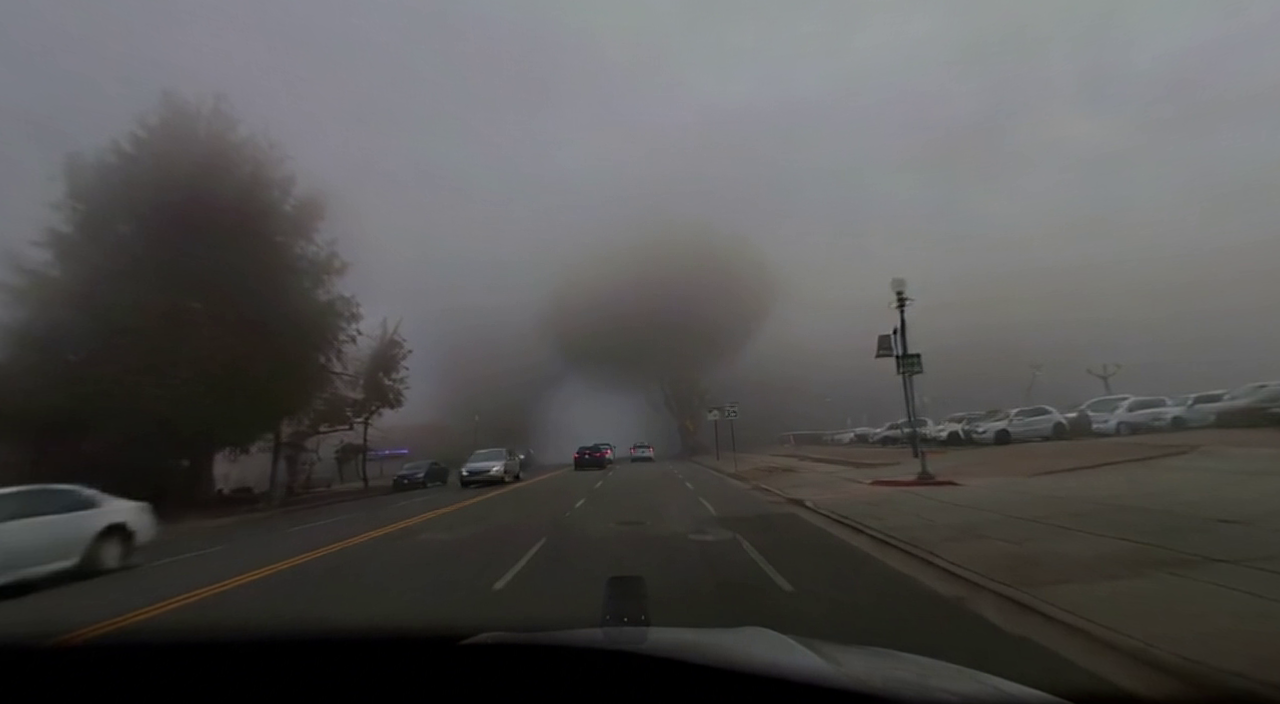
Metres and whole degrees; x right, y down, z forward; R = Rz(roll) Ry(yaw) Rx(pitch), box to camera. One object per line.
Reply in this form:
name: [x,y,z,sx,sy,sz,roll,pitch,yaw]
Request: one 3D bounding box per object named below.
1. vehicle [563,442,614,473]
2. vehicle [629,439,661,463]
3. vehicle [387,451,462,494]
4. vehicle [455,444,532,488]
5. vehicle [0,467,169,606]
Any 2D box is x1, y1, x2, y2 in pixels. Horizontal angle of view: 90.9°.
vehicle: [-2.457,5.143,31.030,2.099,1.424,4.609,0,-8,0]
vehicle: [0.310,6.552,41.871,2.020,1.478,3.922,0,-8,-1]
vehicle: [-11.026,6.150,32.559,1.978,1.640,4.695,-9,-8,1]
vehicle: [-5.797,4.530,25.438,2.045,1.619,3.973,0,-8,1]
vehicle: [-8.614,2.317,7.914,1.952,1.540,4.413,0,-8,1]
